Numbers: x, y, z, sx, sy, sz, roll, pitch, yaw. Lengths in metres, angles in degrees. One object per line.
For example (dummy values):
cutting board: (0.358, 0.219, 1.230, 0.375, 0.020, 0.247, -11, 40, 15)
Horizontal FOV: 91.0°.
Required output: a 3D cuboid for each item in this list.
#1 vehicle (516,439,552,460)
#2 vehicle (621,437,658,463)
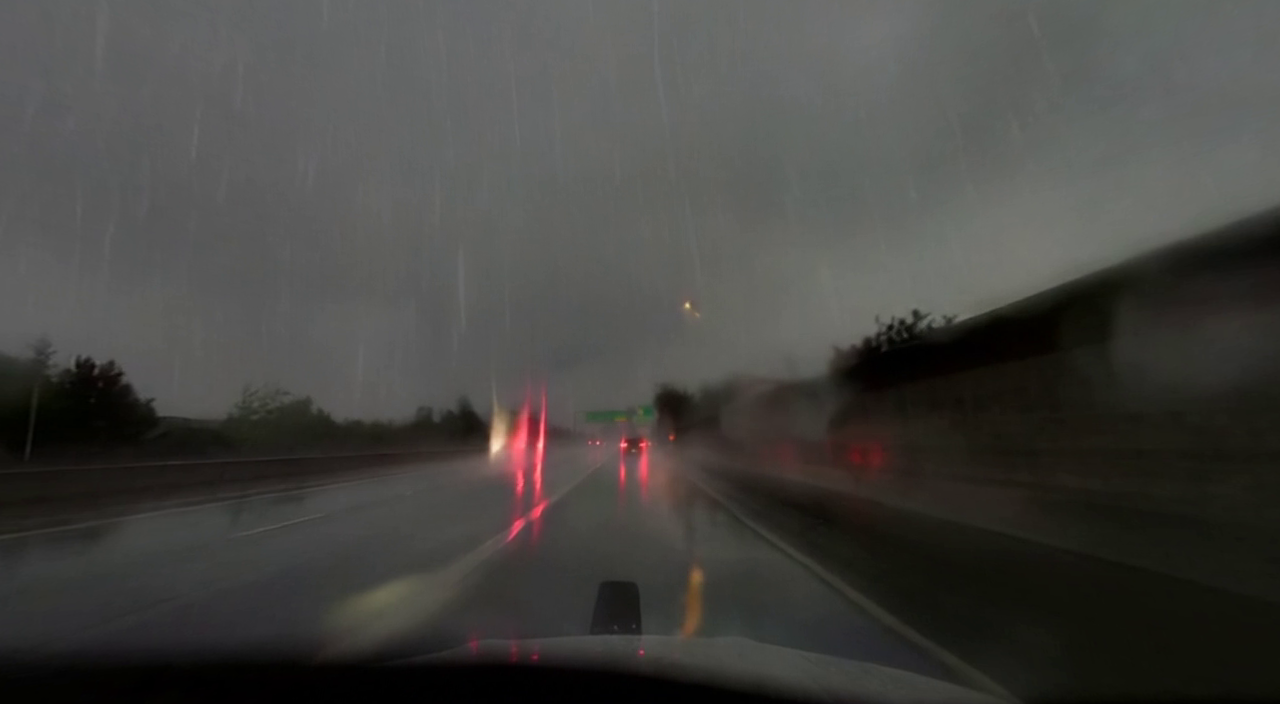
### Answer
vehicle: (-8.023, 7.457, 48.121, 1.939, 1.504, 4.727, 0, -8, 0)
vehicle: (-0.072, 5.777, 37.267, 2.072, 1.440, 3.690, 0, -8, -1)
